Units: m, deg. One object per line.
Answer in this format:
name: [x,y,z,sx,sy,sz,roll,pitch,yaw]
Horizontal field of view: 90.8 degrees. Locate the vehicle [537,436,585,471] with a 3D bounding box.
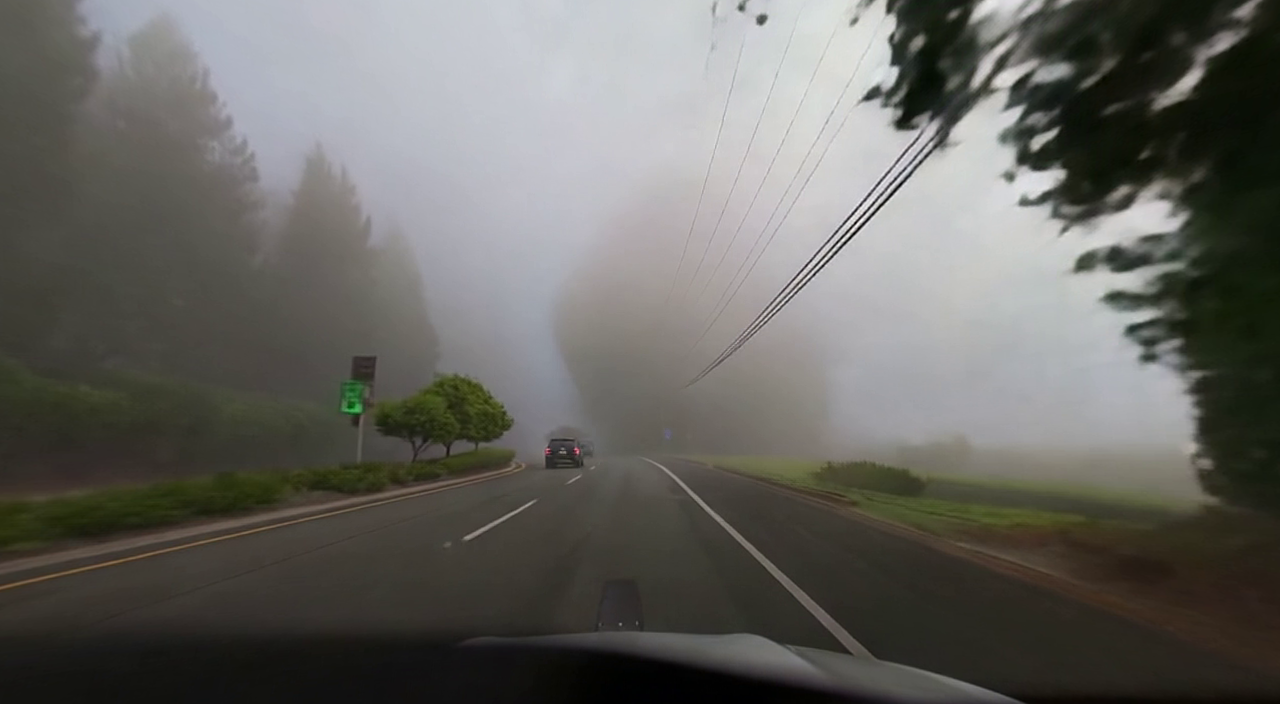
vehicle: [-4.566,5.921,37.192,2.246,1.885,5.275,0,-8,-1]
